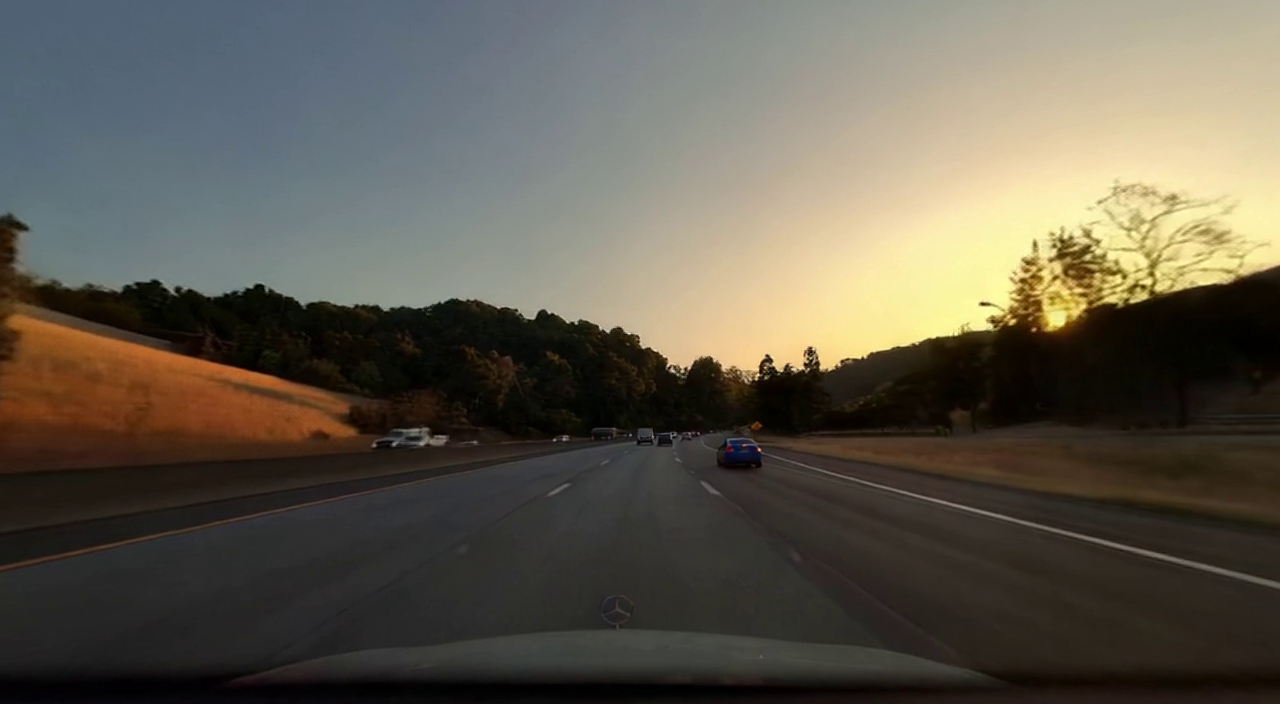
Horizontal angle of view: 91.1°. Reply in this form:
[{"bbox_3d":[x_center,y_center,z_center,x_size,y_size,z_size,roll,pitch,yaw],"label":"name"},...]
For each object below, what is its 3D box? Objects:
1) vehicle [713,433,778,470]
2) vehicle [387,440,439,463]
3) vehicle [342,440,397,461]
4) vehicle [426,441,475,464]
[{"bbox_3d":[4.412,4.224,26.989,1.982,1.452,4.294,0,-8,-1],"label":"vehicle"},{"bbox_3d":[-15.693,6.856,43.710,1.817,1.467,4.429,0,-8,2],"label":"vehicle"},{"bbox_3d":[-19.369,7.050,45.247,1.826,1.456,4.471,0,-8,2],"label":"vehicle"},{"bbox_3d":[-12.093,6.436,40.431,1.832,1.414,3.704,0,-8,3],"label":"vehicle"}]
